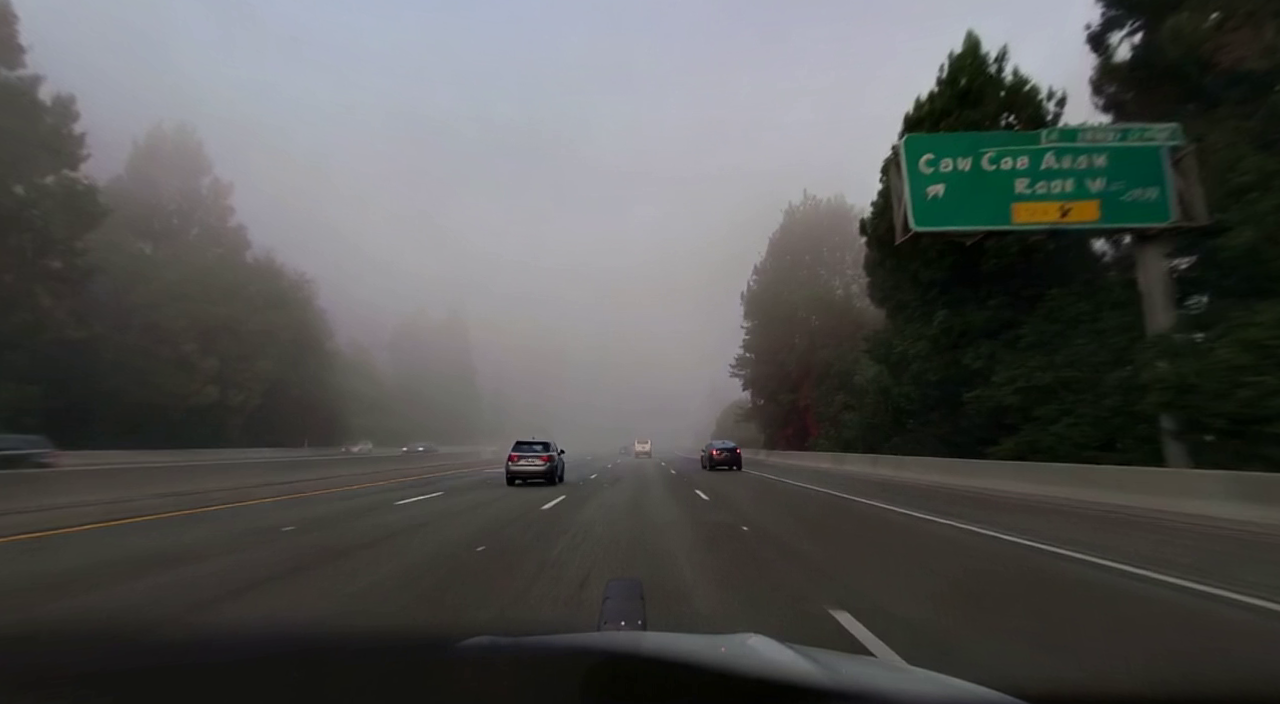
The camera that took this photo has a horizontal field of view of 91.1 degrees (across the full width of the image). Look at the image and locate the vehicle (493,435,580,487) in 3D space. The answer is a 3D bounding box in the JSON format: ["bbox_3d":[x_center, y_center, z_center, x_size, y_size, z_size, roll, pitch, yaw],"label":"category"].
[{"bbox_3d":[-3.448,3.727,21.769,2.166,1.608,4.297,0,-8,1],"label":"vehicle"}]

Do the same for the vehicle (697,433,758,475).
[{"bbox_3d":[3.998,4.769,29.485,2.149,1.796,4.487,0,-8,-1],"label":"vehicle"}]
